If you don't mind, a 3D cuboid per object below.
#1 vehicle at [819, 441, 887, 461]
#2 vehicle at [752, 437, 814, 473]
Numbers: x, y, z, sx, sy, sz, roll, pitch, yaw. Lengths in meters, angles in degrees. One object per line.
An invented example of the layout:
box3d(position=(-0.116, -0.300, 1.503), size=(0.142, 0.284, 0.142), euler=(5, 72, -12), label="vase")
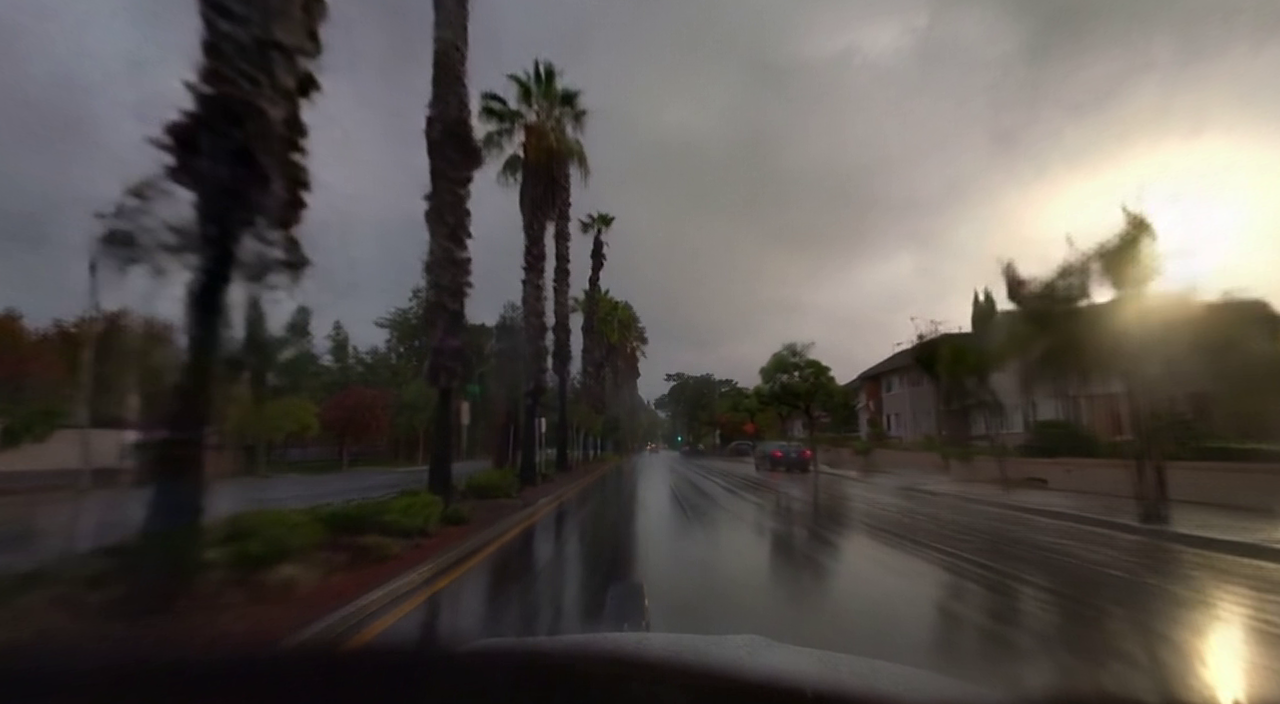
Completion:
box3d(position=(16.554, 7.706, 49.035), size=(4.595, 1.490, 1.860), euler=(0, -8, 0), label="vehicle")
box3d(position=(7.142, 5.182, 31.895), size=(2.126, 1.639, 4.539), euler=(0, -8, 1), label="vehicle")
